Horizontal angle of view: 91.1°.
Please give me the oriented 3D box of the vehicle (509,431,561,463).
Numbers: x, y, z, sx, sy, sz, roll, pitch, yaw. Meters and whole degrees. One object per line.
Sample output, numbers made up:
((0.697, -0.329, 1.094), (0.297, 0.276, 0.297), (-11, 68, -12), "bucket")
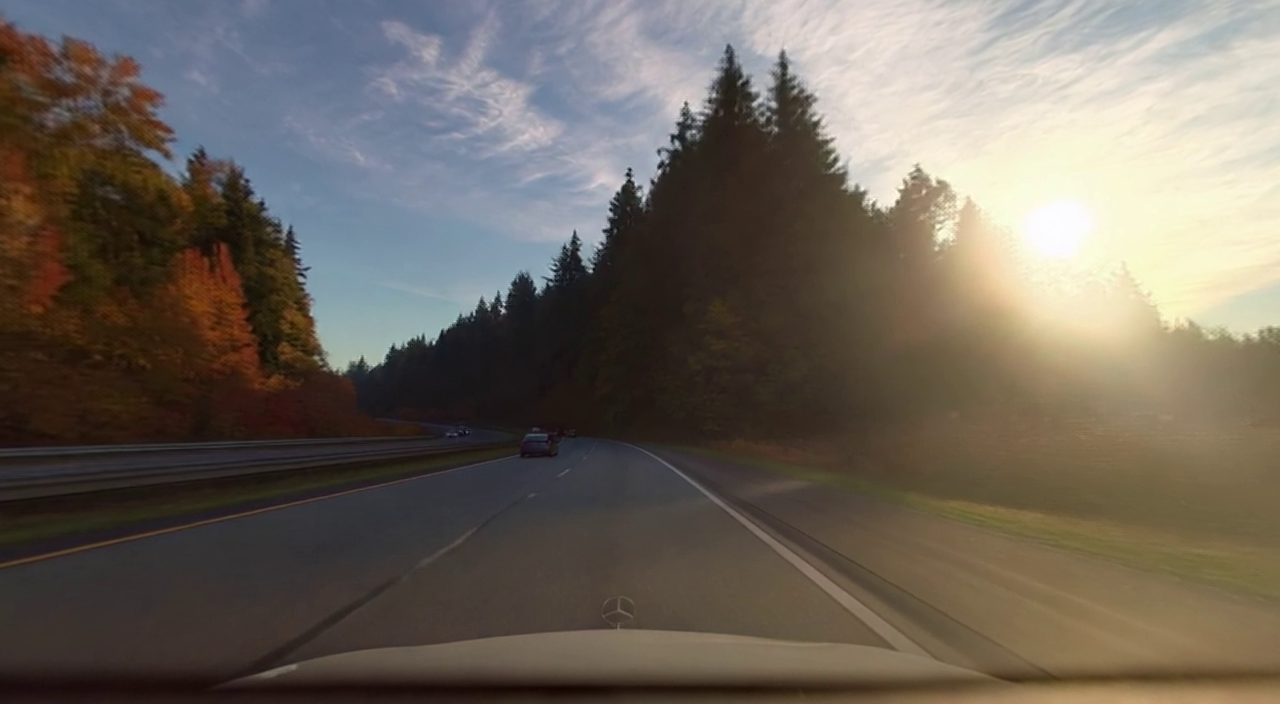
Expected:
((-5.370, 4.930, 32.778), (2.073, 1.559, 4.393), (0, -8, -2), "vehicle")
